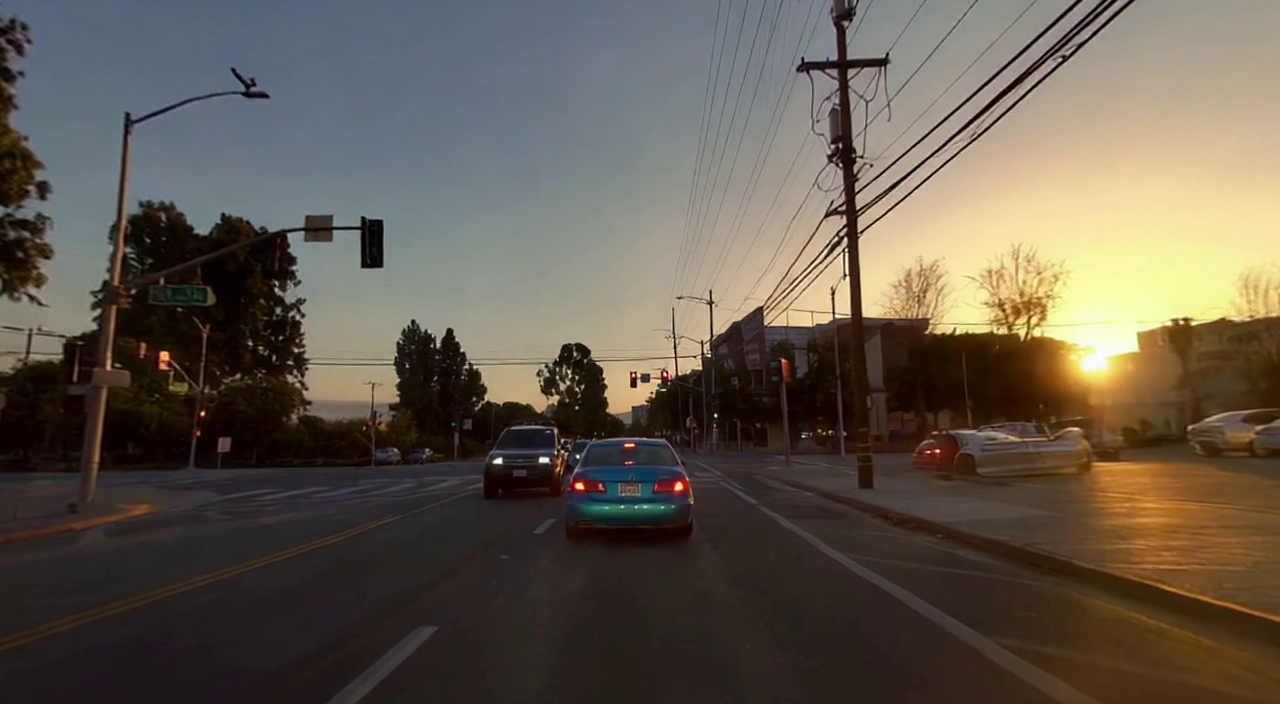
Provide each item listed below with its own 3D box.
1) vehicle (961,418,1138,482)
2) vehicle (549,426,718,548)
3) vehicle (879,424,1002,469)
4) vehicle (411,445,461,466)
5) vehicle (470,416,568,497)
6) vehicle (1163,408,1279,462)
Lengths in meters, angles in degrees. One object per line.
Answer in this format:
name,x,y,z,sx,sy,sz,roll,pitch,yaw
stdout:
vehicle,10.549,2.574,16.716,1.888,1.455,4.268,0,-8,1
vehicle,-0.145,1.970,9.920,2.070,1.481,4.216,0,-8,-2
vehicle,10.631,3.399,22.752,1.842,1.471,4.481,1,-8,-6
vehicle,-15.558,7.824,47.937,2.111,1.511,4.641,6,-10,-36
vehicle,-3.089,2.765,17.027,2.106,1.852,4.512,1,-8,-5
vehicle,18.710,2.616,19.716,4.446,1.511,1.977,4,-10,-29
